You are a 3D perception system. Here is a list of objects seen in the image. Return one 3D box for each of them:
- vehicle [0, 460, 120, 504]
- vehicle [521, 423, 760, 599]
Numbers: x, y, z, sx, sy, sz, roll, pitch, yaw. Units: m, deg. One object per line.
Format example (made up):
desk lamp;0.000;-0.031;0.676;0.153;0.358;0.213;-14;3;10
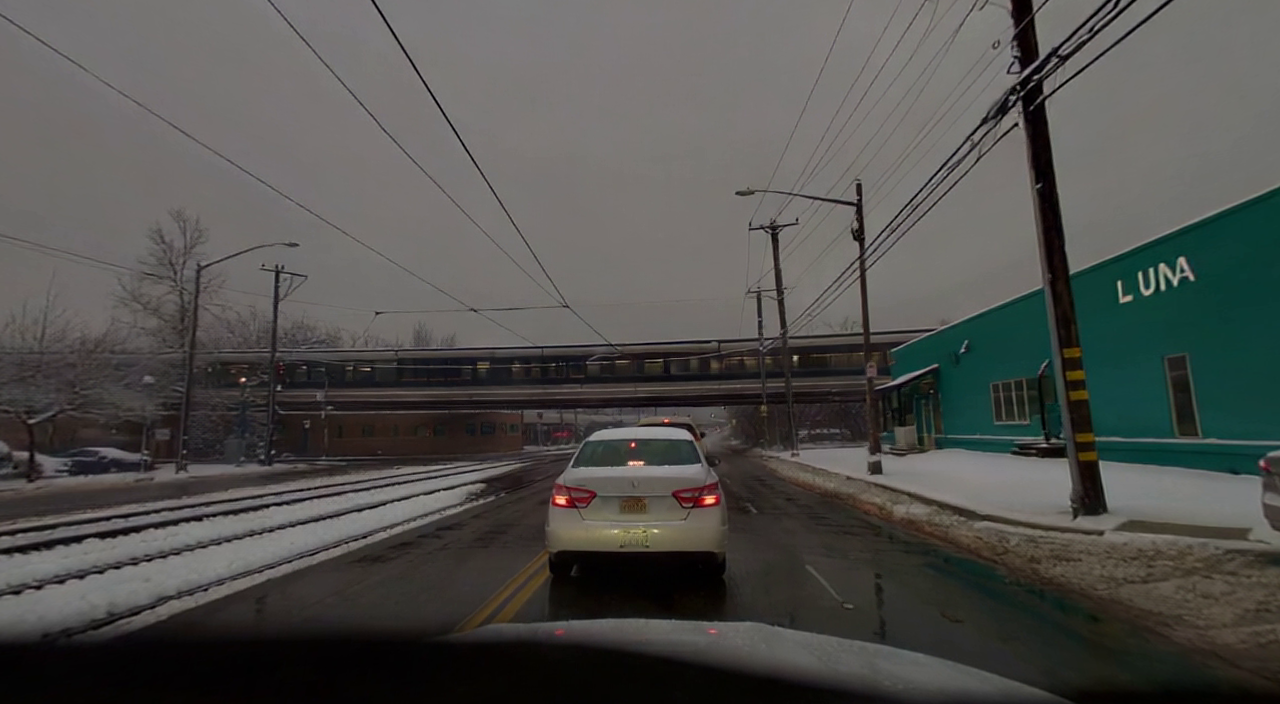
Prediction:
vehicle;-21.922;4.680;22.846;4.566;1.453;1.935;-1;-9;5
vehicle;0.091;1.707;7.617;2.090;1.518;4.033;-1;-9;3
